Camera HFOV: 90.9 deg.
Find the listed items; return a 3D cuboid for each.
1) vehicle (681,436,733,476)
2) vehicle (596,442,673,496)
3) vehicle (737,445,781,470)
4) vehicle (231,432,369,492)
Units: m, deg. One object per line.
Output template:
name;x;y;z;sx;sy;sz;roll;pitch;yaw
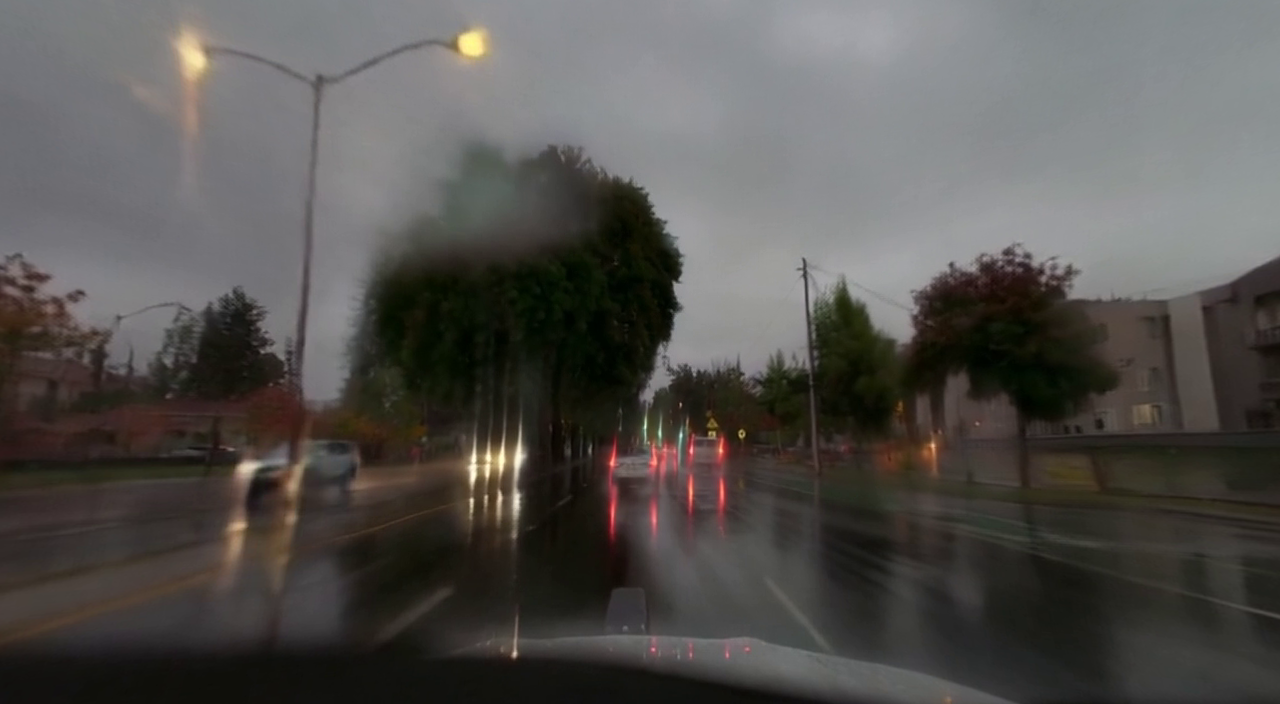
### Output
vehicle;3.247;5.125;31.377;2.073;1.822;4.276;0;-8;0
vehicle;-0.139;3.534;19.556;2.140;1.474;4.026;0;-8;0
vehicle;7.749;6.906;41.431;1.980;1.497;4.345;0;-8;0
vehicle;-11.751;3.814;22.216;2.370;1.892;4.343;0;-8;1
